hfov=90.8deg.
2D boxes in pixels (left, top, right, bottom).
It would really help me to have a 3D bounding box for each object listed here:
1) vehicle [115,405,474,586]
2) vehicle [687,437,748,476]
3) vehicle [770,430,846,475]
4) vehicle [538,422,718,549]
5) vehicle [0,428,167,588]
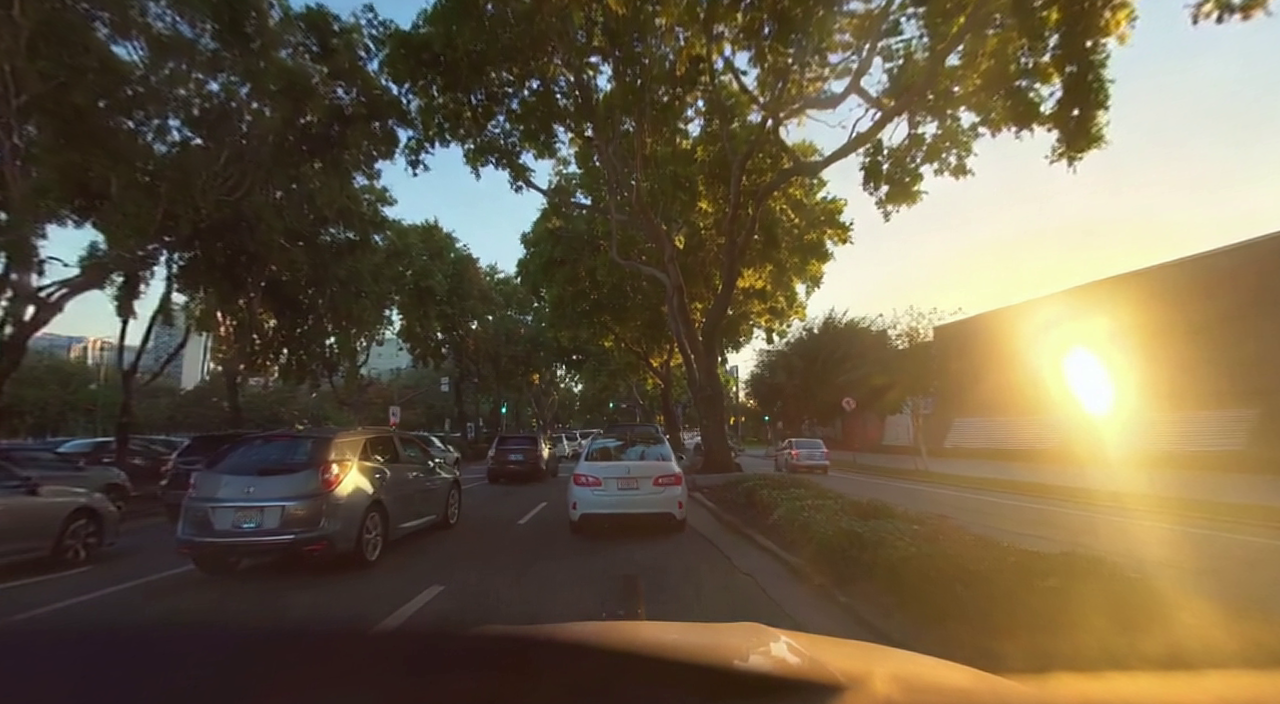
[{"bbox_3d":[-3.720,1.627,7.980,2.009,1.619,4.376,0,-9,1],"label":"vehicle"},{"bbox_3d":[3.144,4.338,26.498,1.905,1.473,4.183,0,-9,-2],"label":"vehicle"},{"bbox_3d":[6.772,4.101,25.932,1.889,1.681,4.120,0,-9,-1],"label":"vehicle"},{"bbox_3d":[-0.177,1.916,9.741,2.161,1.501,4.184,0,-9,-1],"label":"vehicle"},{"bbox_3d":[-6.913,1.475,5.939,1.748,1.485,4.090,0,-9,0],"label":"vehicle"}]
